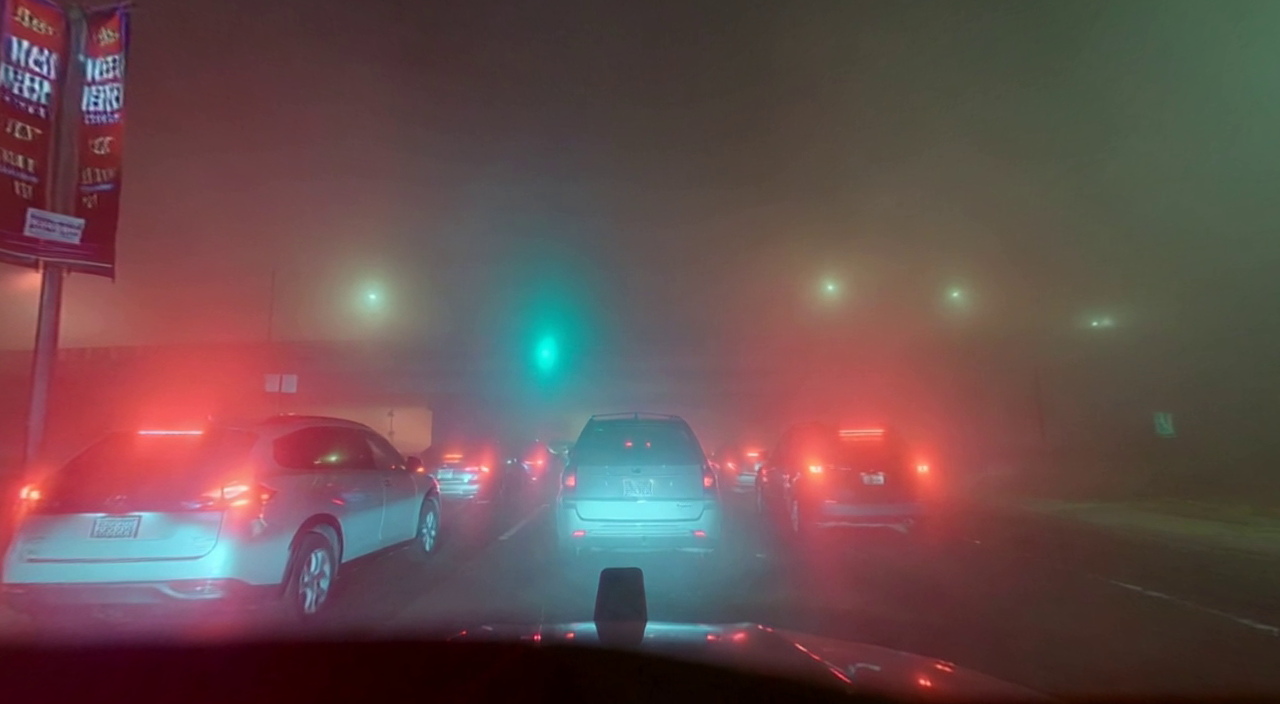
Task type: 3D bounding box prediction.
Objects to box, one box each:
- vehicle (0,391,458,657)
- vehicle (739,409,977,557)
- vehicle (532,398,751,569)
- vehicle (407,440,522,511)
[{"bbox_3d":[-3.488,1.431,6.277,2.039,1.709,4.265,0,-9,0],"label":"vehicle"},{"bbox_3d":[3.089,1.973,10.198,2.016,1.804,4.681,0,-9,-2],"label":"vehicle"},{"bbox_3d":[-0.074,1.772,9.215,2.409,1.864,4.471,0,-9,-2],"label":"vehicle"},{"bbox_3d":[-4.148,2.947,15.433,1.797,1.505,3.506,0,-9,0],"label":"vehicle"}]
